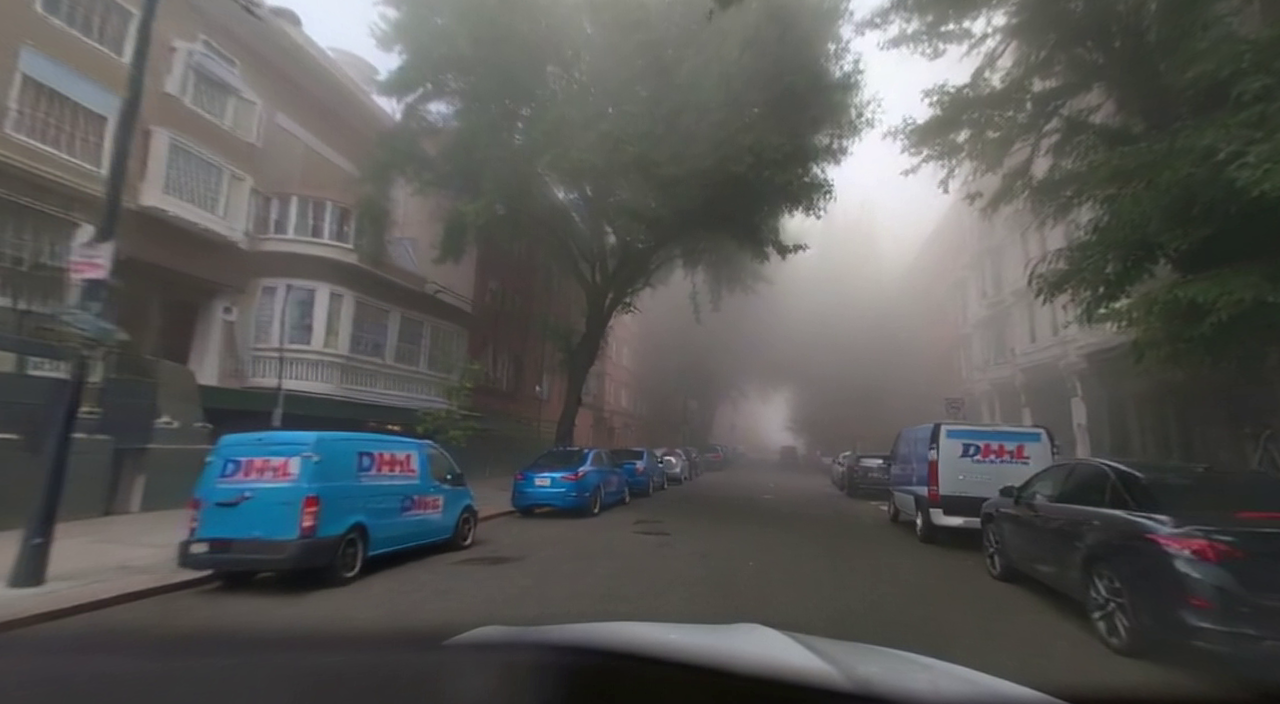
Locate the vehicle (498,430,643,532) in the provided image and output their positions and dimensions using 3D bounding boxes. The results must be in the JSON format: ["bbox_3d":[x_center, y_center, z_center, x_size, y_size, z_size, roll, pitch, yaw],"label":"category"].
[{"bbox_3d":[-1.247,2.510,13.120,1.867,1.519,3.920,1,-4,11],"label":"vehicle"}]

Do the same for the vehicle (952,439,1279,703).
[{"bbox_3d":[4.521,1.563,5.725,1.834,1.508,4.743,-1,-8,12],"label":"vehicle"}]

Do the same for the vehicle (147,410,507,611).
[{"bbox_3d":[-2.929,1.463,6.670,1.875,1.564,2.982,-1,-8,12],"label":"vehicle"}]
